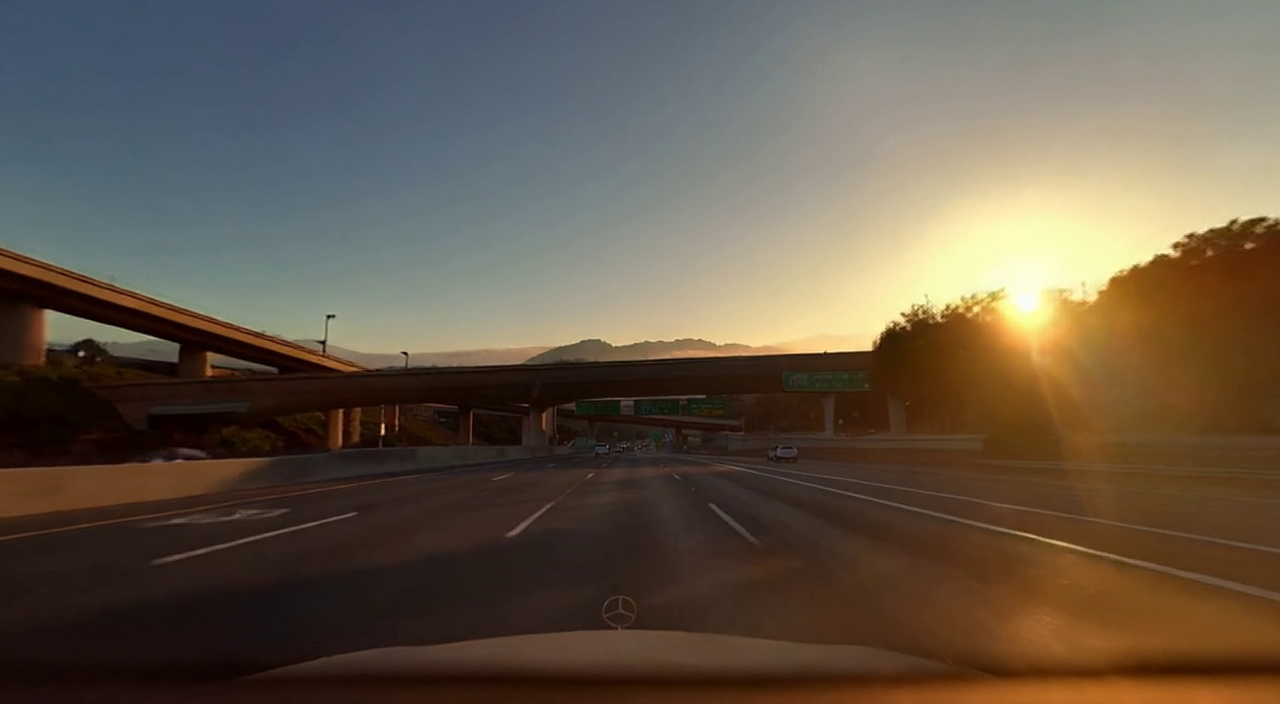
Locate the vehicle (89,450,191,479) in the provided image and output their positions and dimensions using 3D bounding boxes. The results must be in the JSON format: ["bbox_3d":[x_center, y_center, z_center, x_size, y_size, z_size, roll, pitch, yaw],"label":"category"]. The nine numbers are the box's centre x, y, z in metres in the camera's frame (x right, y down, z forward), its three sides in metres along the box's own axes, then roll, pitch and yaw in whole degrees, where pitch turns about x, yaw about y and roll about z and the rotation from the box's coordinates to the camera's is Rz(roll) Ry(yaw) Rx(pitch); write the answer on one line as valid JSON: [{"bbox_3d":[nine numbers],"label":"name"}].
[{"bbox_3d":[-29.553,6.653,37.588,2.011,1.562,4.983,0,-8,-1],"label":"vehicle"}]
